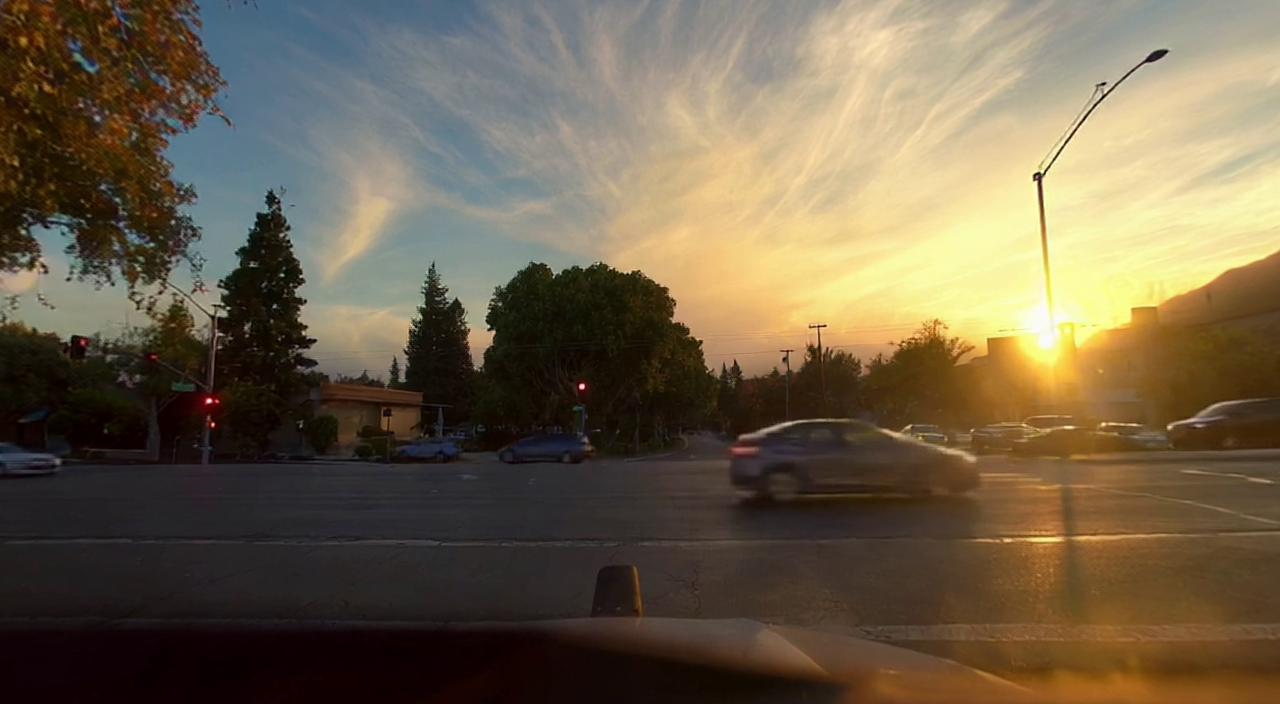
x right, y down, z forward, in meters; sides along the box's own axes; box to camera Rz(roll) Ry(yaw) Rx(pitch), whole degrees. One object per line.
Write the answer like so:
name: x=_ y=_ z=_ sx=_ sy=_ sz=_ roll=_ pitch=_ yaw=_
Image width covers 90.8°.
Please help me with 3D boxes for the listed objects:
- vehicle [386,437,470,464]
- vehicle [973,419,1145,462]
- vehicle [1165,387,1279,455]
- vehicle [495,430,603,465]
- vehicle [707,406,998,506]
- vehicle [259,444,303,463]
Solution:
vehicle: x=-12.907 y=6.009 z=38.578 sx=4.488 sy=1.536 sz=1.849 roll=-2 pitch=-9 yaw=10
vehicle: x=15.020 y=3.218 z=22.943 sx=4.749 sy=1.461 sz=1.892 roll=-1 pitch=-9 yaw=9
vehicle: x=31.206 y=3.418 z=31.005 sx=7.790 sy=3.197 sz=2.653 roll=-2 pitch=-9 yaw=11
vehicle: x=-4.315 y=4.569 z=30.363 sx=4.677 sy=1.593 sz=2.029 roll=-2 pitch=-9 yaw=11
vehicle: x=3.911 y=2.019 z=12.470 sx=4.959 sy=1.715 sz=2.162 roll=-2 pitch=-9 yaw=11
vehicle: x=-28.062 y=7.913 z=49.561 sx=2.235 sy=1.417 sz=4.272 roll=3 pitch=-9 yaw=-20
